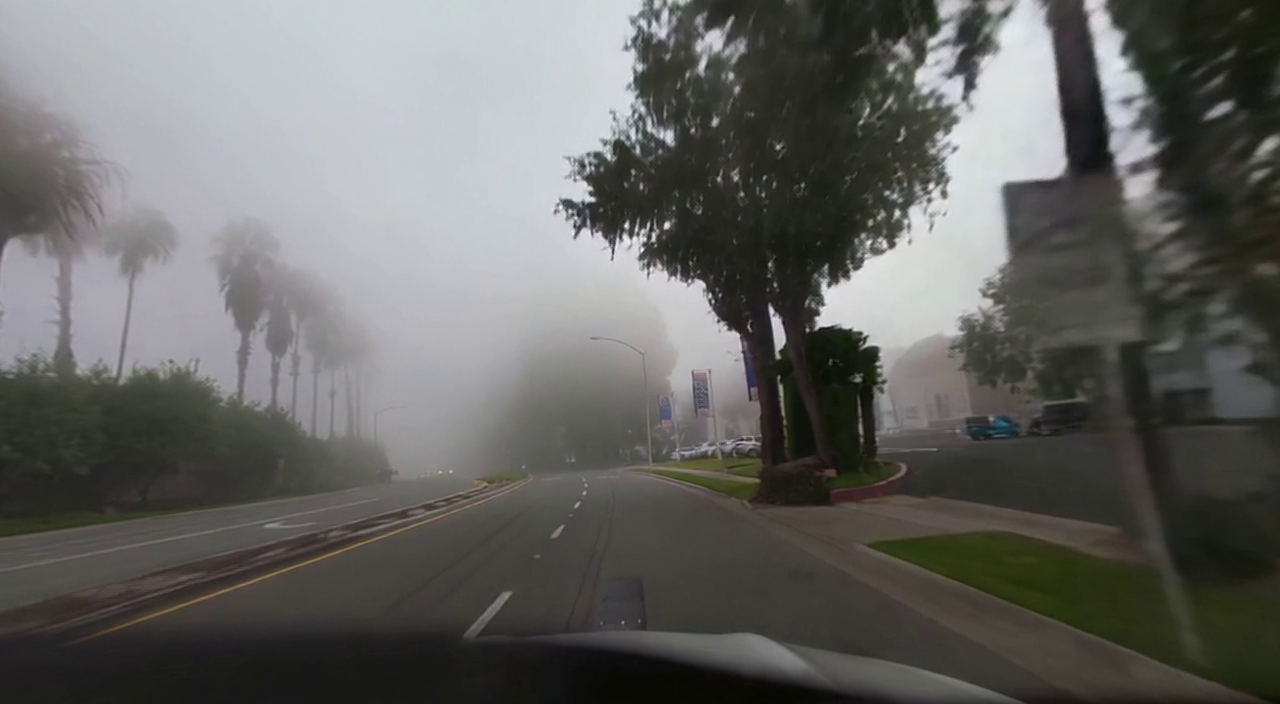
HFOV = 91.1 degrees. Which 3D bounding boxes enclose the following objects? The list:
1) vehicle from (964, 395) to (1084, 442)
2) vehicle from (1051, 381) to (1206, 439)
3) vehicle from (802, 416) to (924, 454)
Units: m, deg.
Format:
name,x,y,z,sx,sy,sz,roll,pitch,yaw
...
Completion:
name,x,y,z,sx,sy,sz,roll,pitch,yaw
vehicle,19.240,3.405,31.690,2.002,1.686,4.537,-2,-12,-29
vehicle,19.205,2.417,25.059,1.992,1.767,4.848,-7,-9,-3
vehicle,10.078,3.809,28.682,4.671,1.630,2.200,0,-9,-1
